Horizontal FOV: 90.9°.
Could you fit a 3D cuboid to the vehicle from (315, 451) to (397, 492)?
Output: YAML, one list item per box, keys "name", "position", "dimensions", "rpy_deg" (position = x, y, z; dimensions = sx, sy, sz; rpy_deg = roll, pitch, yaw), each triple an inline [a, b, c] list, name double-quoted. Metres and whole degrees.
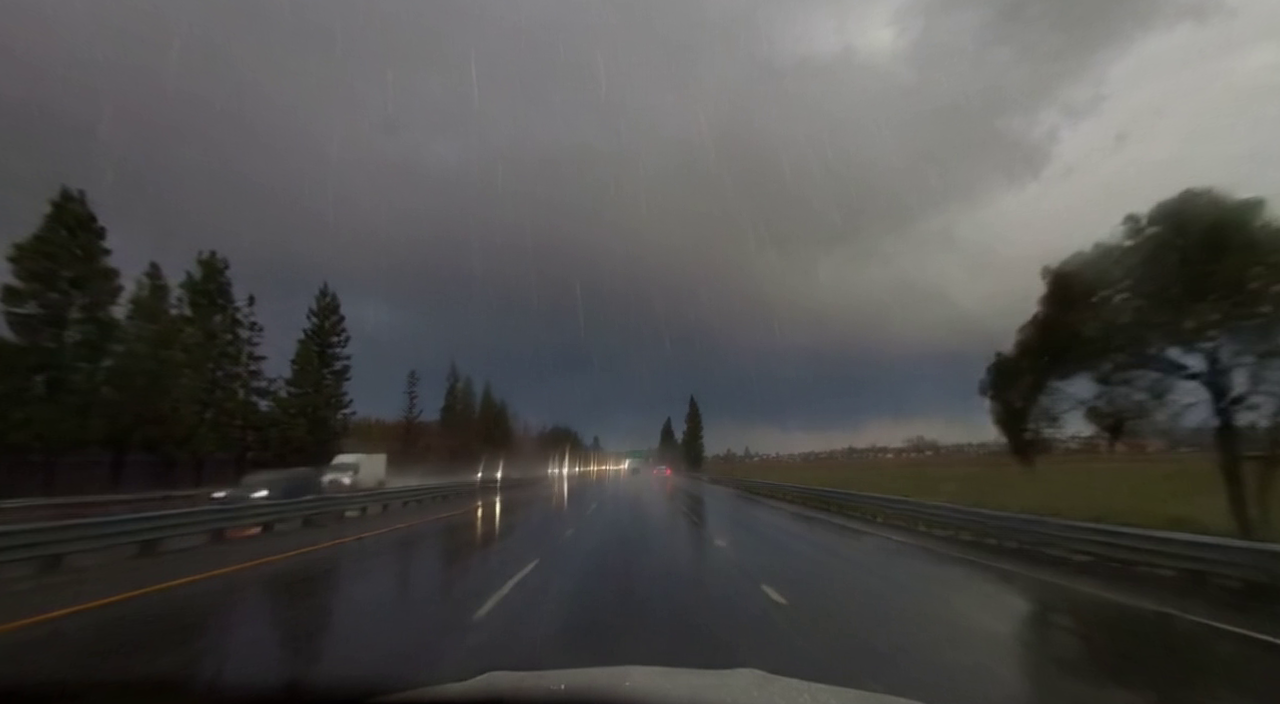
- name: "vehicle"
  position: [-17.016, 7.218, 38.095]
  dimensions: [2.405, 2.219, 5.323]
  rpy_deg: [1, -11, 0]

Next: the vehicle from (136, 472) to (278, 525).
- name: "vehicle"
  position: [-13.265, 4.484, 19.646]
  dimensions: [1.654, 1.429, 3.974]
  rpy_deg: [1, -11, -2]
